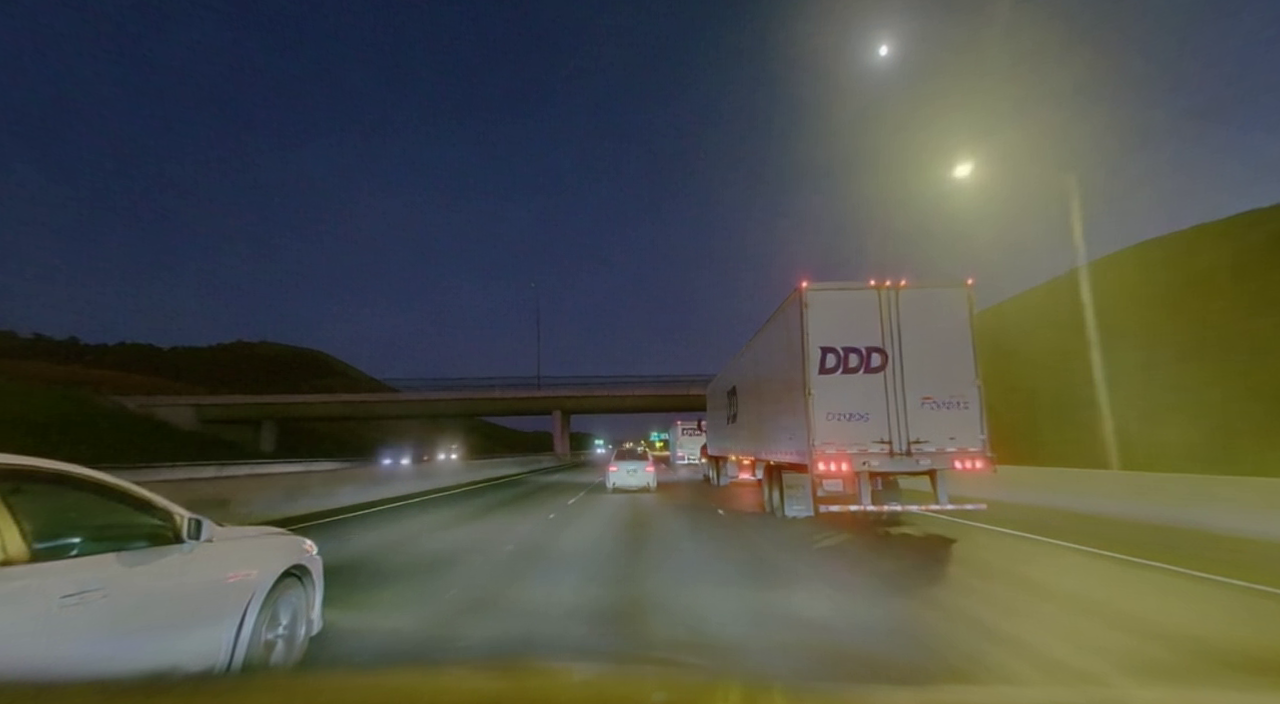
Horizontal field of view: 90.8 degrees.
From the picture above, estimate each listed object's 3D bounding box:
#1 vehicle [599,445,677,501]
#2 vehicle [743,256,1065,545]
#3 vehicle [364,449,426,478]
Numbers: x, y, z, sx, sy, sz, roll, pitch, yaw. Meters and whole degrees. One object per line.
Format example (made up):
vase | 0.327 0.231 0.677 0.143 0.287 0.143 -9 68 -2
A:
vehicle | -0.066 3.447 18.305 2.029 1.437 3.794 0 -9 0
vehicle | 4.217 1.241 12.742 2.802 3.956 8.291 0 -9 0
vehicle | -14.576 6.639 37.831 1.864 1.639 4.400 0 -9 1
